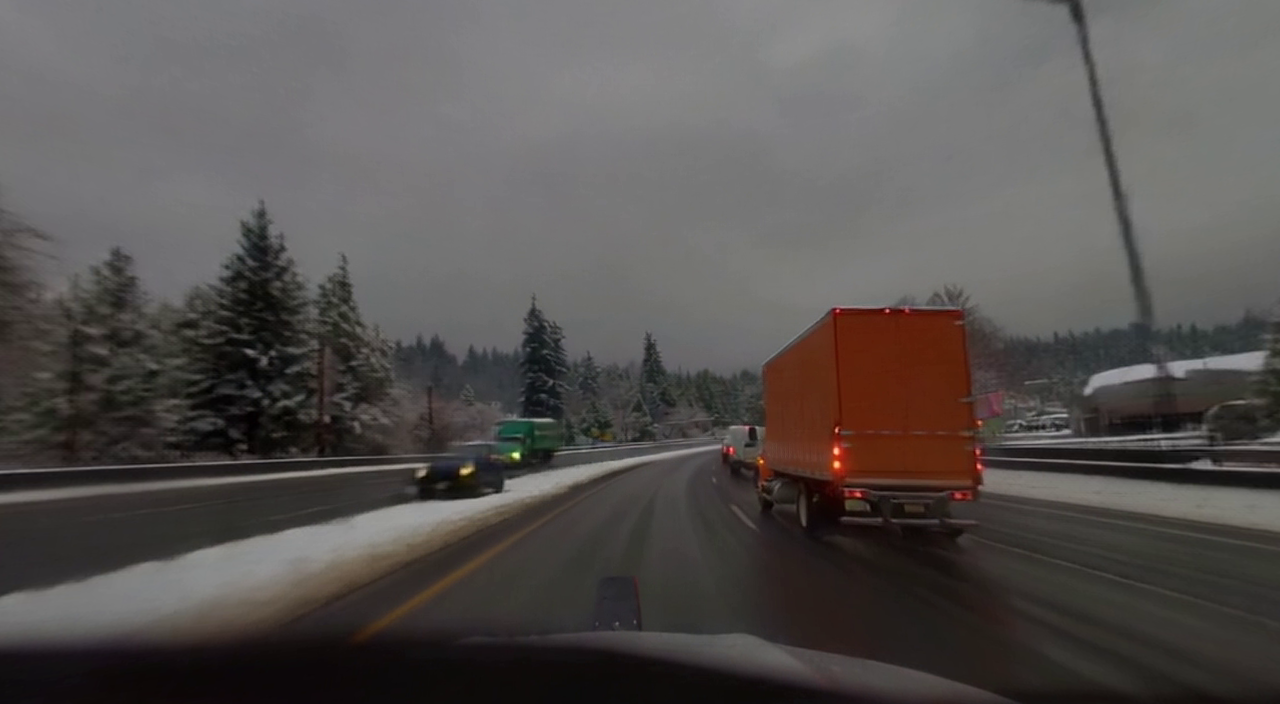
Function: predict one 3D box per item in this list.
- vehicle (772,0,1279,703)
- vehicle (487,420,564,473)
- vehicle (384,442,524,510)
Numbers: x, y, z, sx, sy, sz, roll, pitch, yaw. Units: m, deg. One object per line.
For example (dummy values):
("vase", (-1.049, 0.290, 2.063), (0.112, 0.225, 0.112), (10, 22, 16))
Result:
("vehicle", (3.926, 0.649, 4.622), (2.916, 3.563, 14.462), (0, -9, 1))
("vehicle", (-6.453, 5.510, 36.387), (2.492, 2.808, 5.904), (-2, -9, 10))
("vehicle", (-4.708, 3.206, 16.677), (2.054, 1.525, 4.441), (-1, -9, 5))
